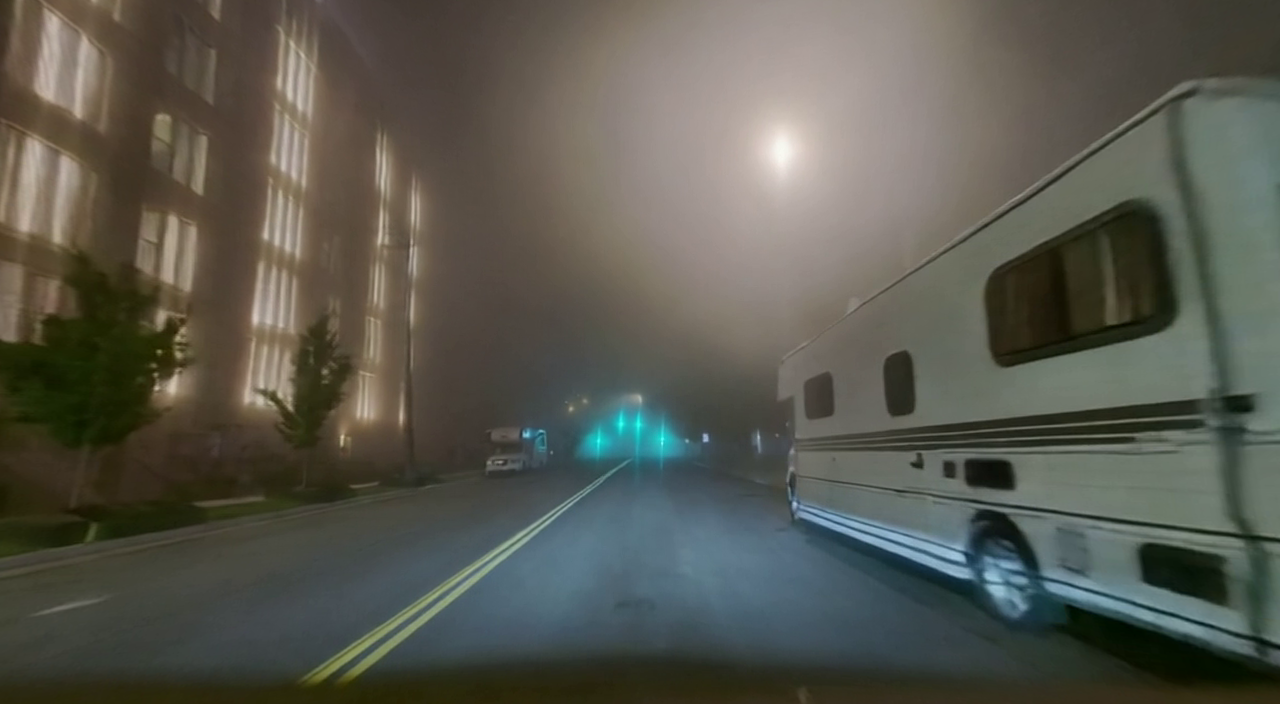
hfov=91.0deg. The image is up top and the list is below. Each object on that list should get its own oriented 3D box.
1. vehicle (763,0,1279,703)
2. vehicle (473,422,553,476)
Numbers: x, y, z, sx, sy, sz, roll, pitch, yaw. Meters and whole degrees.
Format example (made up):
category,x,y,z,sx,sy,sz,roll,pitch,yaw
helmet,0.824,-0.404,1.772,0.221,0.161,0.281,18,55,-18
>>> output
category,x,y,z,sx,sy,sz,roll,pitch,yaw
vehicle,3.762,0.756,6.442,3.074,3.099,8.805,1,-8,-1
vehicle,-7.068,5.488,36.271,3.108,2.771,7.999,0,-7,-1
